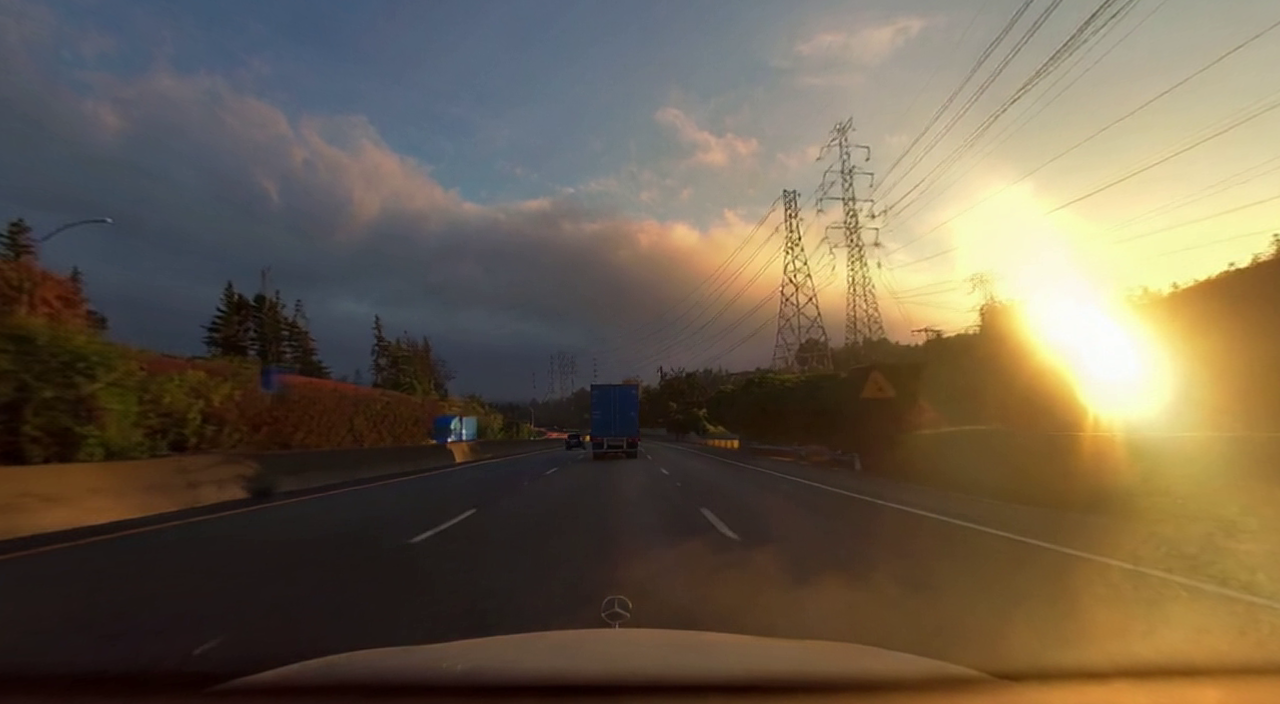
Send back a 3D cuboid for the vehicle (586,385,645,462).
[{"bbox_3d":[-1.360,4.230,36.500,2.955,3.851,9.915,0,-8,-2],"label":"vehicle"}]
